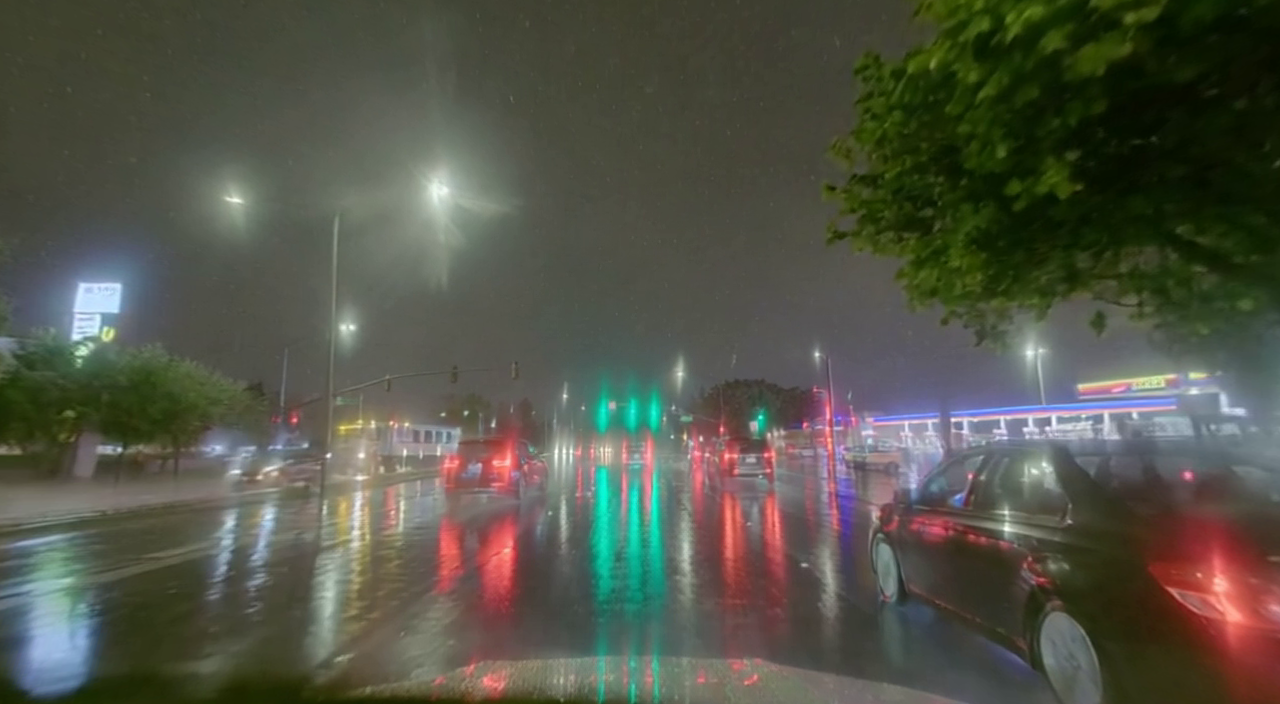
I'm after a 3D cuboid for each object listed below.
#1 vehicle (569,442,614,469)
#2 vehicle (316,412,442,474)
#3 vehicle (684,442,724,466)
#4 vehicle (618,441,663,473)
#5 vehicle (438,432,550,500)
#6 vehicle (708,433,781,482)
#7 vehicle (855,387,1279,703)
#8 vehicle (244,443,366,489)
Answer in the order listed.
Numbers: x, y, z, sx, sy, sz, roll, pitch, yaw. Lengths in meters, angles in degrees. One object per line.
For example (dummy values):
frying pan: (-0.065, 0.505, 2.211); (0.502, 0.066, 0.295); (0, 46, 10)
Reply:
vehicle: (-2.786, 6.059, 37.198); (2.192, 1.463, 4.211); (-1, -8, 1)
vehicle: (-15.805, 5.689, 39.466); (3.228, 3.319, 10.706); (0, -8, 1)
vehicle: (4.128, 6.661, 41.214); (2.174, 1.462, 4.400); (0, -8, 1)
vehicle: (0.026, 5.204, 31.510); (2.104, 1.477, 4.591); (0, -8, 0)
vehicle: (-3.800, 3.031, 17.187); (2.023, 1.607, 4.086); (0, -8, 1)
vehicle: (3.815, 3.946, 23.849); (2.022, 1.683, 4.171); (0, -8, 0)
vehicle: (3.435, 1.198, 4.551); (2.038, 1.499, 4.868); (0, -8, 0)
vehicle: (-12.215, 4.142, 23.400); (2.013, 1.501, 4.484); (-1, -8, 1)
